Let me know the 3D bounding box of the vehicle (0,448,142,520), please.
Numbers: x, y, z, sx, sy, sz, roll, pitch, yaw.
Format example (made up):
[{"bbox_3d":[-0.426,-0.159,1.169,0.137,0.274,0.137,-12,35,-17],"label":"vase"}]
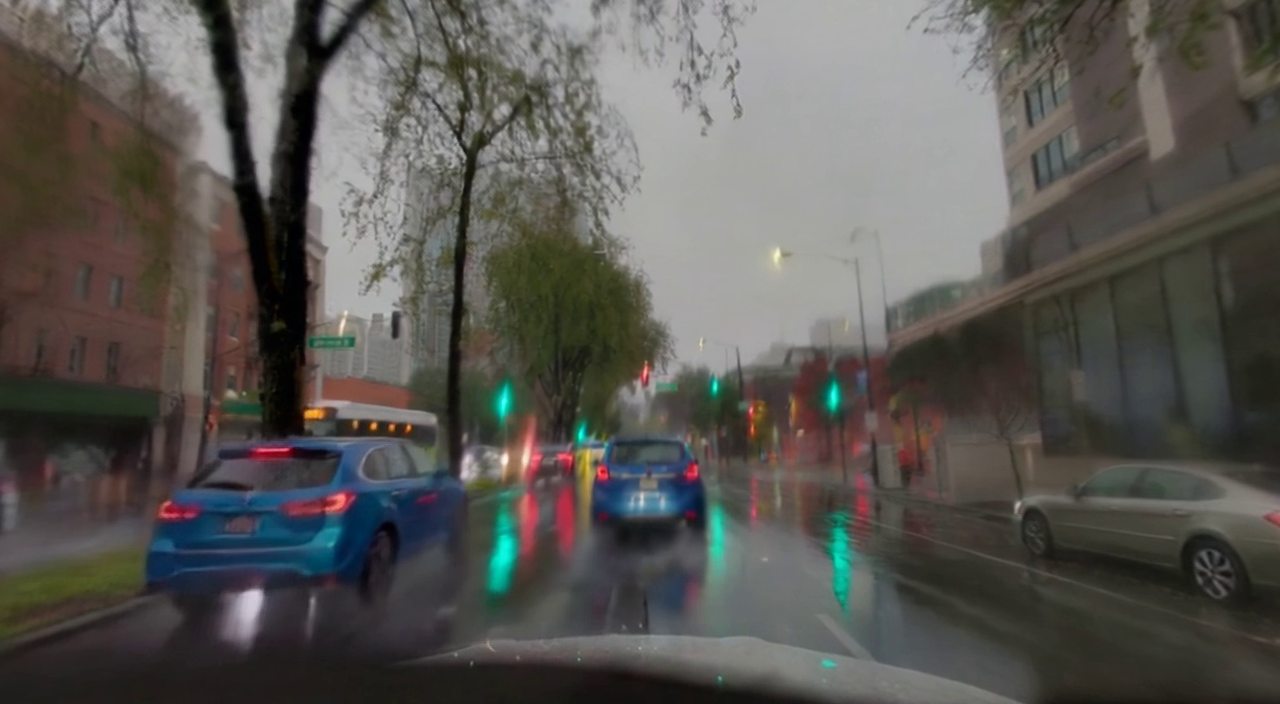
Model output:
[{"bbox_3d":[-16.225,3.459,16.953,1.914,1.690,4.461,0,-9,1],"label":"vehicle"}]

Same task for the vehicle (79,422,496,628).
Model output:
[{"bbox_3d":[-3.109,1.615,6.953,1.970,1.492,4.534,0,-9,0],"label":"vehicle"}]

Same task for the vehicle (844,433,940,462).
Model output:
[{"bbox_3d":[16.466,6.284,41.427,5.345,1.811,2.175,0,-9,-1],"label":"vehicle"}]

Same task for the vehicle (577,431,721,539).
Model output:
[{"bbox_3d":[0.095,2.138,10.670,2.022,1.481,3.564,0,-9,-1],"label":"vehicle"}]

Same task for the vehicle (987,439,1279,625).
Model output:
[{"bbox_3d":[5.997,1.697,6.820,1.873,1.453,4.579,0,-9,0],"label":"vehicle"}]

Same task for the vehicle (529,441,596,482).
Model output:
[{"bbox_3d":[-3.007,4.359,25.455,2.131,1.486,4.089,0,-9,1],"label":"vehicle"}]
